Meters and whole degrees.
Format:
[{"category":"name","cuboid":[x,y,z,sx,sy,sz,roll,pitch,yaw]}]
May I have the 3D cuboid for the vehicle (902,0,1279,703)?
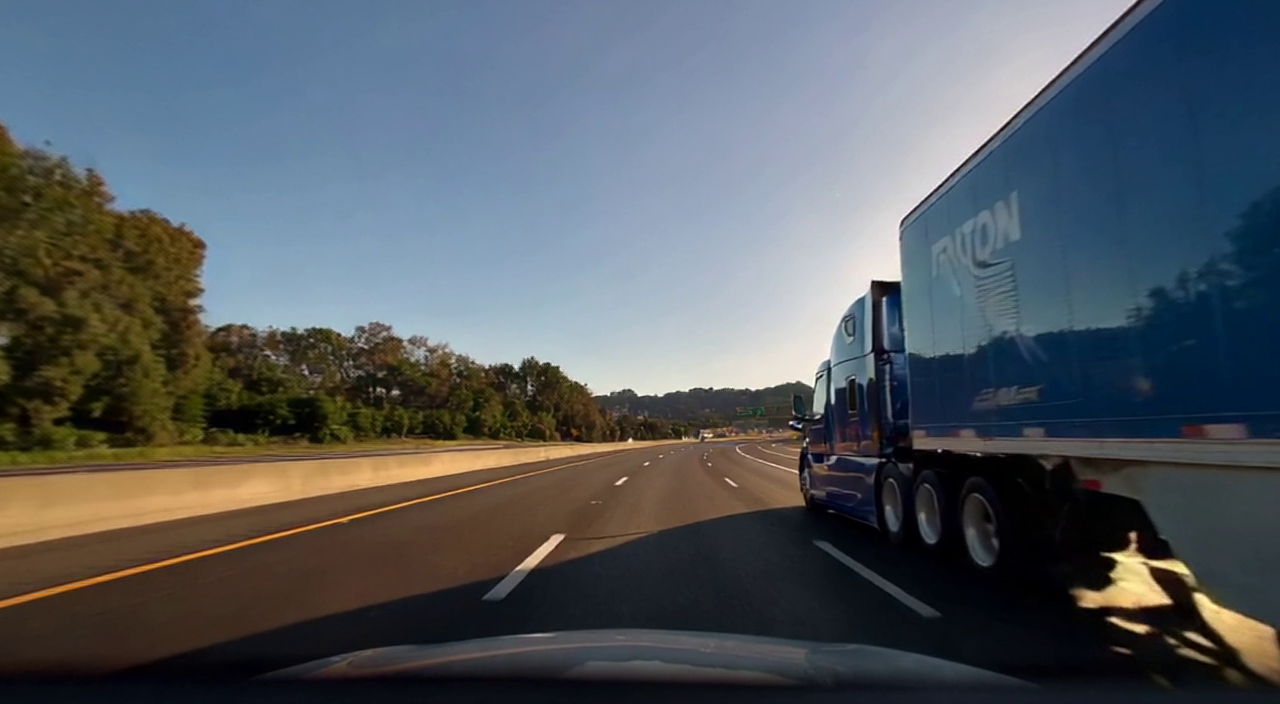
[{"category":"vehicle","cuboid":[4.666,-0.474,1.225,2.792,4.056,13.259,0,-8,1]}]
